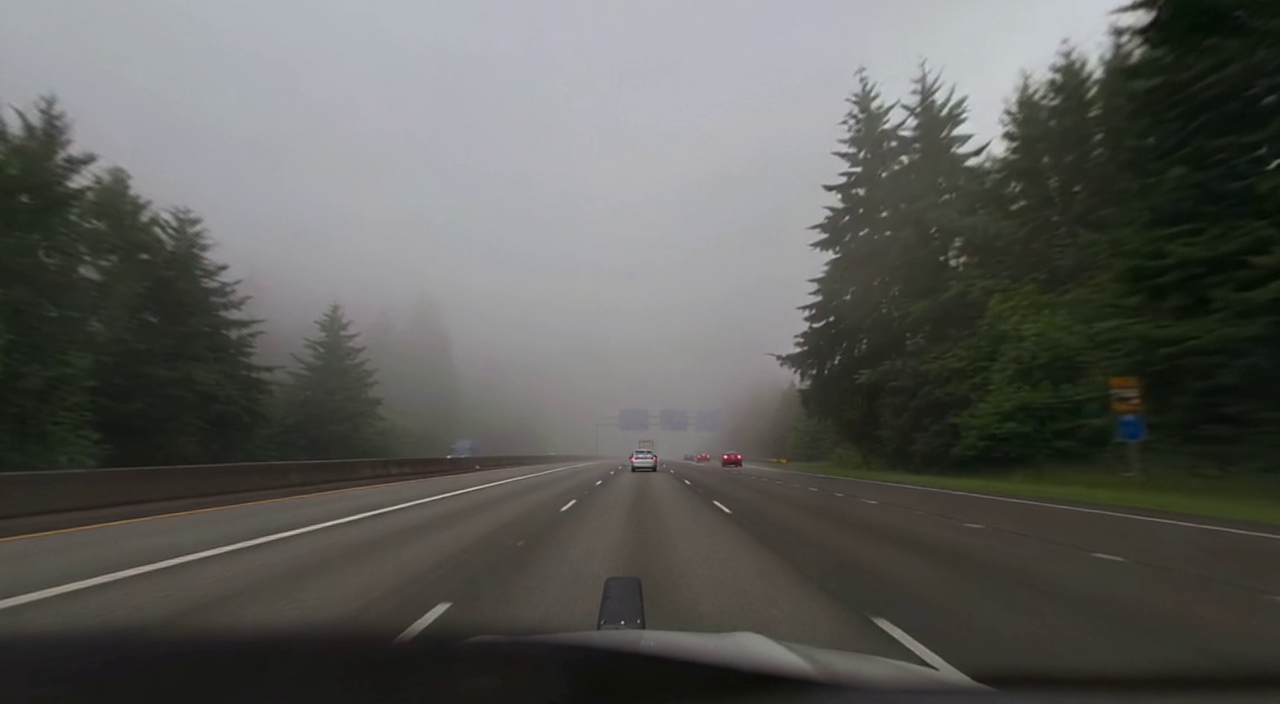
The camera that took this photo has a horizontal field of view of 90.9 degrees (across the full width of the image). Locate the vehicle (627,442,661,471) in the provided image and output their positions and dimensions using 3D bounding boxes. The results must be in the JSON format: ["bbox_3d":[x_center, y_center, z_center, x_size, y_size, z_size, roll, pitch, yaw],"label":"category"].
[{"bbox_3d":[0.278,7.035,42.507,2.167,1.847,4.097,0,-9,0],"label":"vehicle"}]
